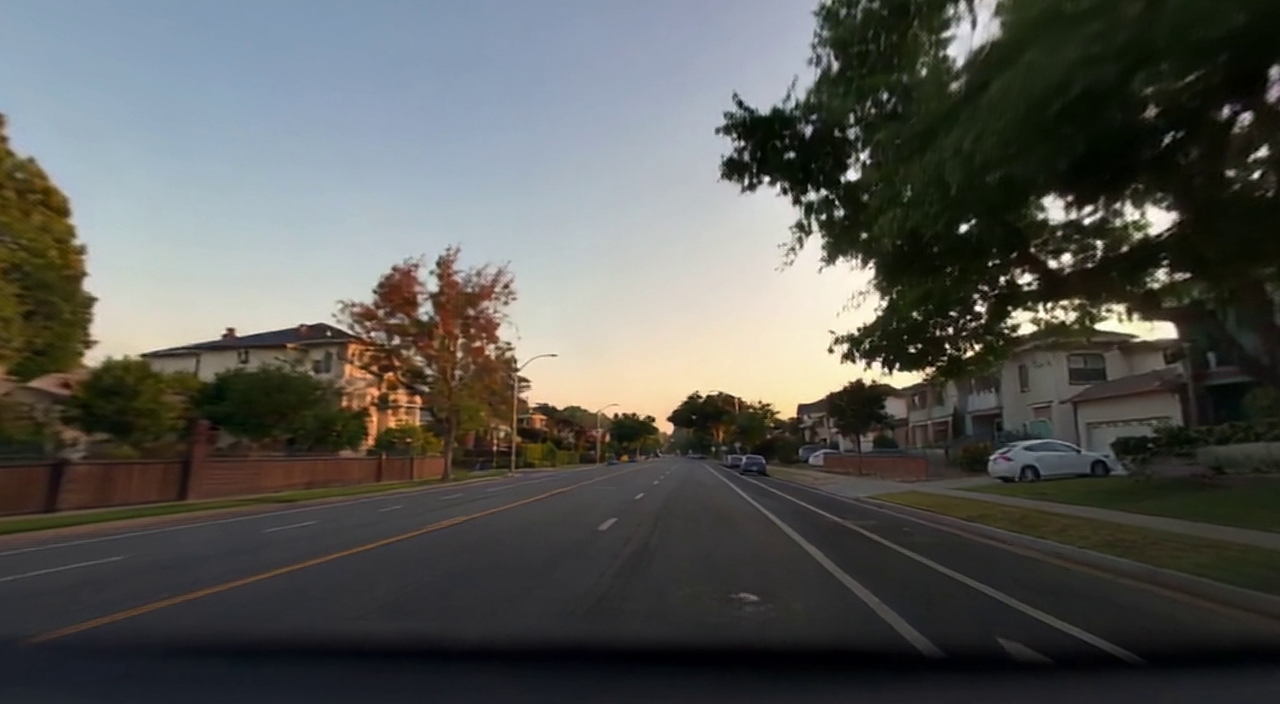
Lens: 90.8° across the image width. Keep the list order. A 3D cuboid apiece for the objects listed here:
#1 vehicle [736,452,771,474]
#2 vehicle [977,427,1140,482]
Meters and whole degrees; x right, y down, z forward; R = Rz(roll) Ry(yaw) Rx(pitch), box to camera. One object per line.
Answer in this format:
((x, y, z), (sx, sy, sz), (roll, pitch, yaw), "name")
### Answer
((8.391, 8.265, 47.076), (1.971, 1.558, 4.895), (0, -10, 4), "vehicle")
((15.805, 3.873, 24.071), (4.682, 1.956, 2.001), (-1, -7, 3), "vehicle")
